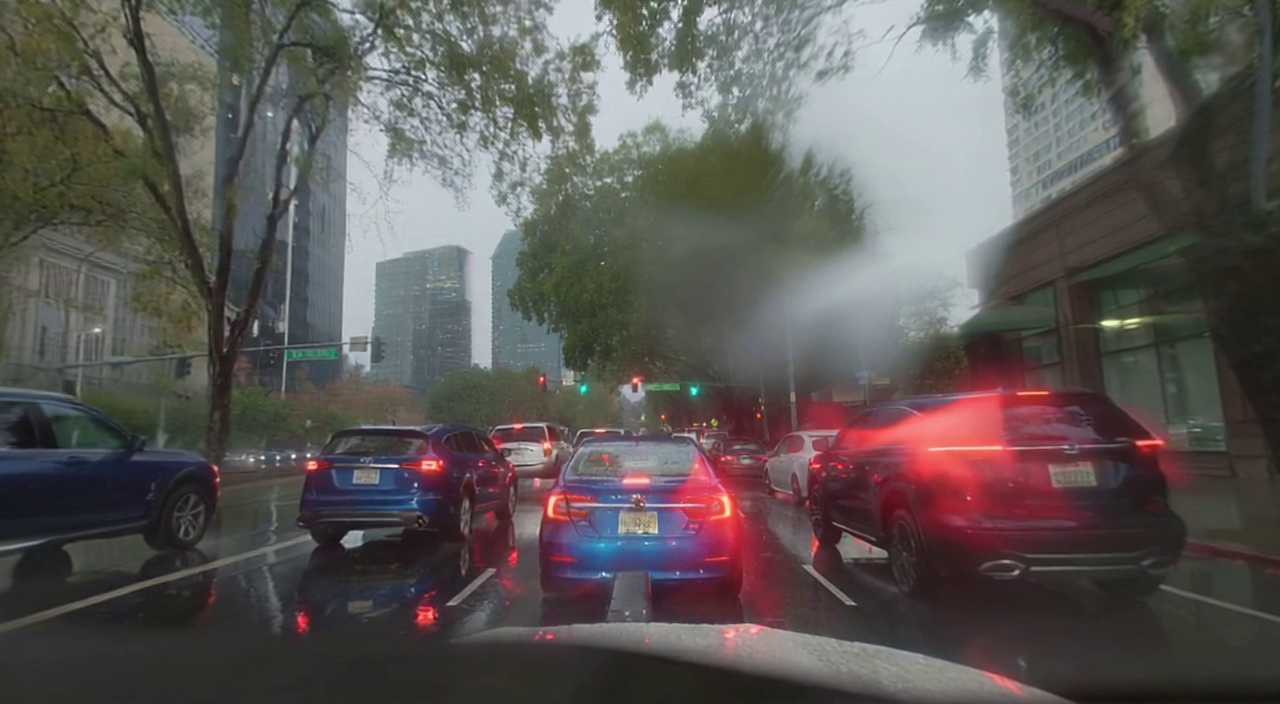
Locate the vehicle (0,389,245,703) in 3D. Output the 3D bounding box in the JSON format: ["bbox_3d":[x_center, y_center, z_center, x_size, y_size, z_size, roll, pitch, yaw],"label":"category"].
[{"bbox_3d":[-3.398,0.747,1.240,2.144,1.505,4.635,-1,-9,1],"label":"vehicle"}]

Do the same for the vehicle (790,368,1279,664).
[{"bbox_3d":[3.073,1.311,6.075,2.108,1.785,4.334,0,-9,-1],"label":"vehicle"}]

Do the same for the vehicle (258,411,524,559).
[{"bbox_3d":[-3.366,1.914,9.788,2.168,1.719,4.561,-1,-9,1],"label":"vehicle"}]

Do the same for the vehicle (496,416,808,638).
[{"bbox_3d":[0.081,1.506,6.391,2.147,1.507,3.953,0,-8,0],"label":"vehicle"}]
